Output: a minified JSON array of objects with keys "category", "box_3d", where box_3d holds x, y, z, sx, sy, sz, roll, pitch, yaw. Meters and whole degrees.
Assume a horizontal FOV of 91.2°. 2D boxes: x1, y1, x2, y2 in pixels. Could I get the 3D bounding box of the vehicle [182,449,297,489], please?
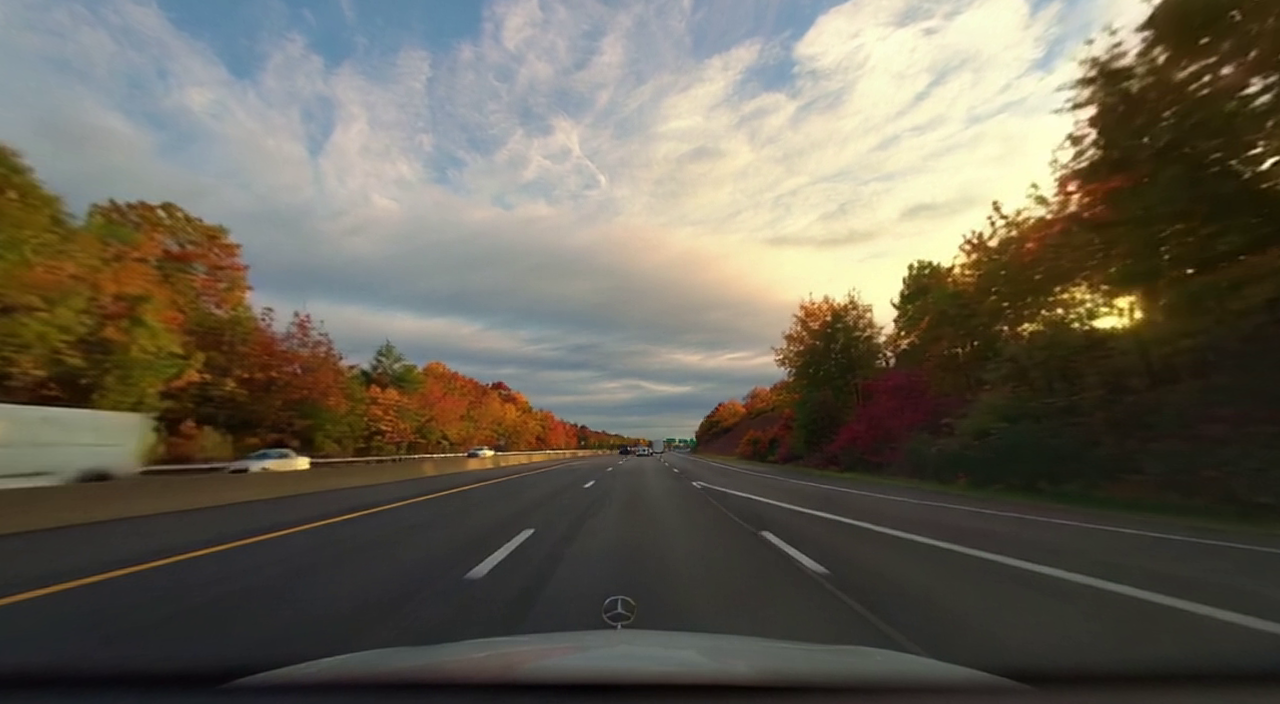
[{"category":"vehicle","box_3d":[-16.301,4.766,25.806,1.825,1.469,4.326,-1,-9,0]}]
